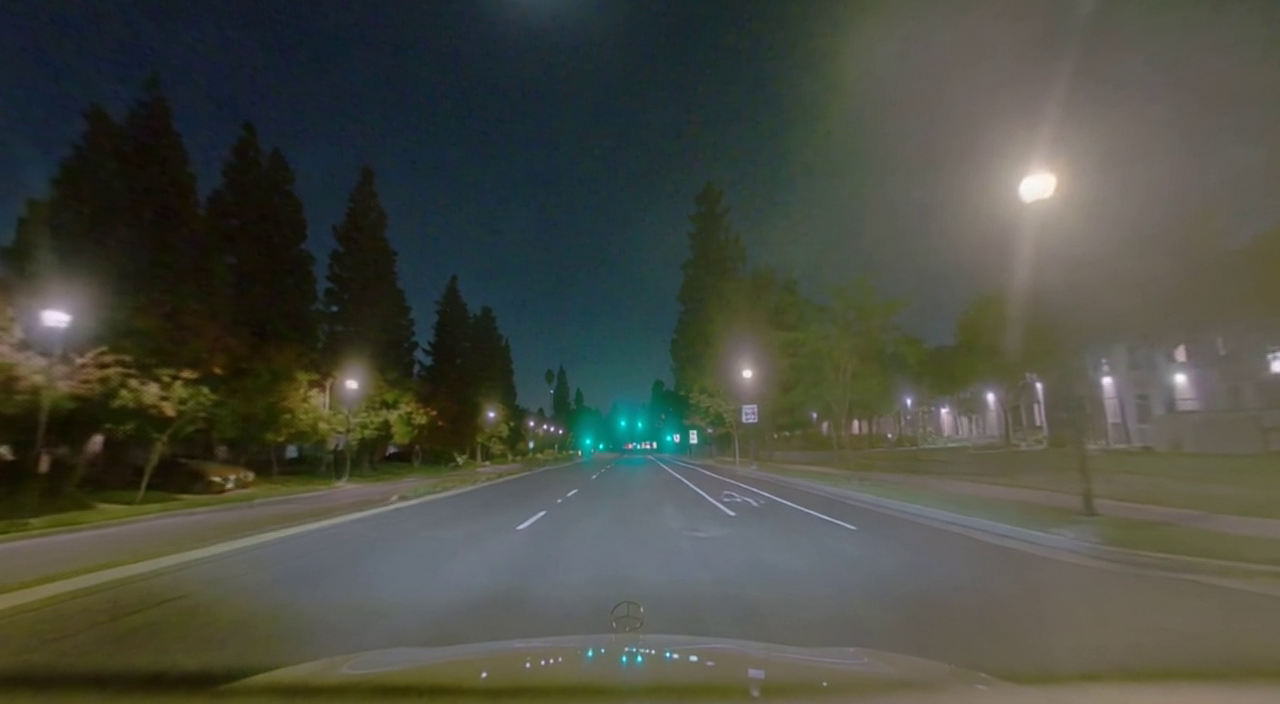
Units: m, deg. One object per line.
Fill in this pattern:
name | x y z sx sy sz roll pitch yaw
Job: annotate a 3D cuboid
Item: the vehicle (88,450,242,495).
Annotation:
vehicle | -20.254 5.140 27.142 4.761 1.812 2.206 0 -9 -1
